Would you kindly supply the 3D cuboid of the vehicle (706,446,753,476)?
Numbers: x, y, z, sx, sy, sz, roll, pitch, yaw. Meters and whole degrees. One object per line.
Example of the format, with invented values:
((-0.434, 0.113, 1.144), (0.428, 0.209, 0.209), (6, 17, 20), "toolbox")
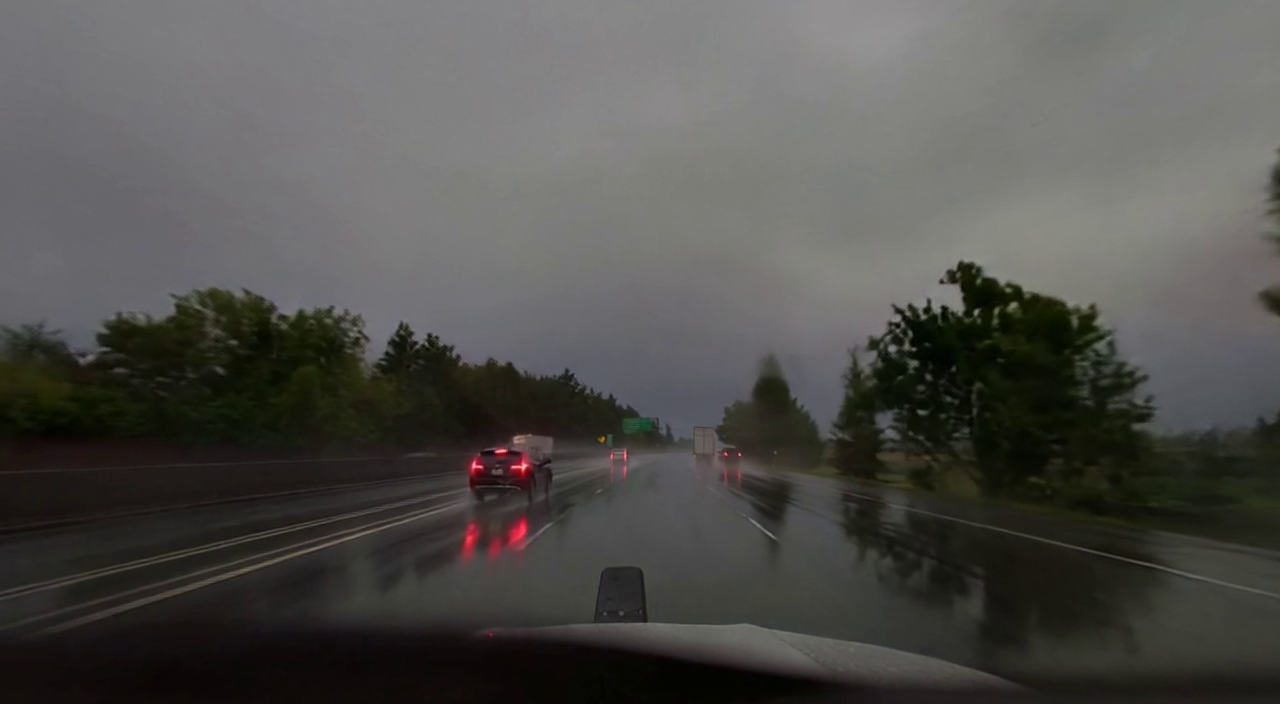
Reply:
((5.060, 6.220, 36.136), (2.176, 1.598, 3.878), (0, -9, 1), "vehicle")

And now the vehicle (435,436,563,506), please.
((-3.422, 3.011, 16.386), (2.085, 1.530, 4.809), (0, -9, 2), "vehicle")
